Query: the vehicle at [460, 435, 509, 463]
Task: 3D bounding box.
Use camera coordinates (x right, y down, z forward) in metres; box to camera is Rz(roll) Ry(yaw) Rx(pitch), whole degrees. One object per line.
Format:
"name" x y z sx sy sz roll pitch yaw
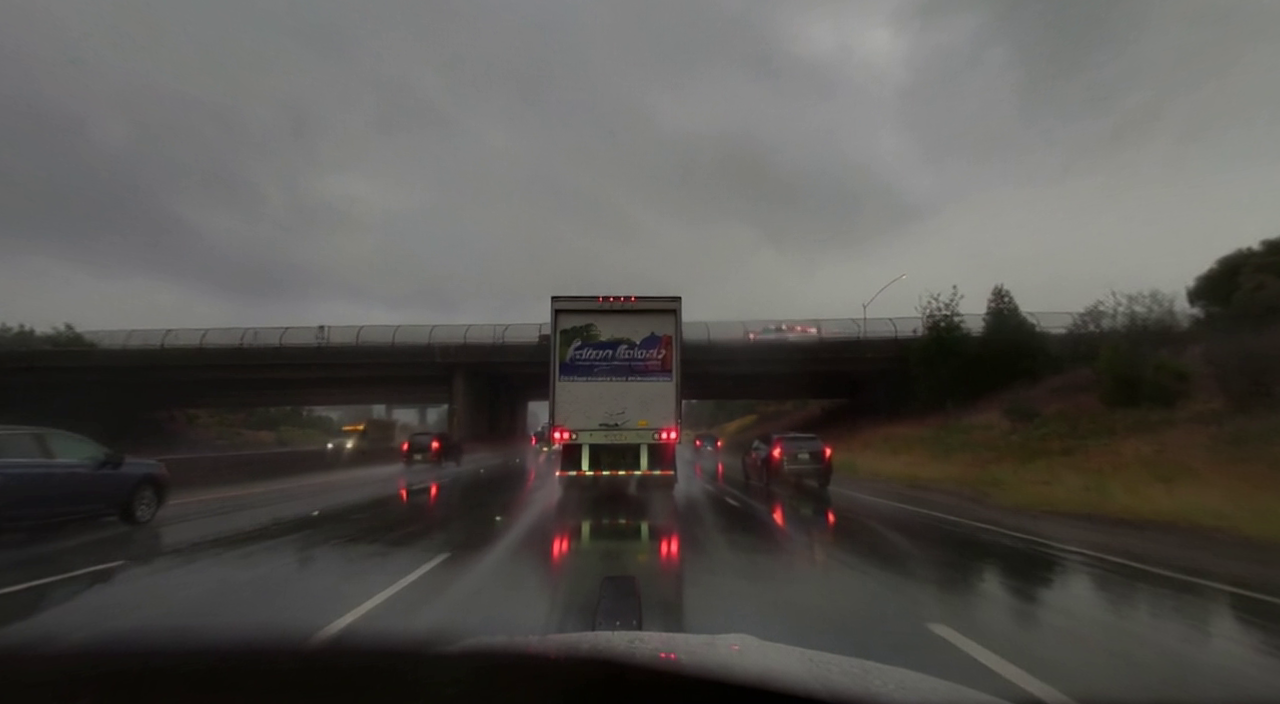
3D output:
"vehicle" -8.740 5.432 35.536 1.845 1.488 3.656 0 -8 0

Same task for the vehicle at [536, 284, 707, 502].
"vehicle" -0.514 1.343 15.858 2.911 3.787 9.905 0 -8 -2

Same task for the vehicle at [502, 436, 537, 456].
"vehicle" -8.969 7.004 46.977 1.928 1.474 3.588 0 -8 0

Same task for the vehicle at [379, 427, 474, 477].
"vehicle" -7.957 3.759 23.994 2.057 1.698 4.550 0 -8 0

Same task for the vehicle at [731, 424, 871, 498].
"vehicle" 3.652 2.551 15.244 2.003 1.519 4.580 0 -8 -3

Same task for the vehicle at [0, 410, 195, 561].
"vehicle" -8.134 1.595 7.796 2.048 1.652 4.421 0 -8 -2

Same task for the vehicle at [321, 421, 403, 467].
"vehicle" -16.482 5.479 37.679 2.270 2.482 5.811 0 -8 0
